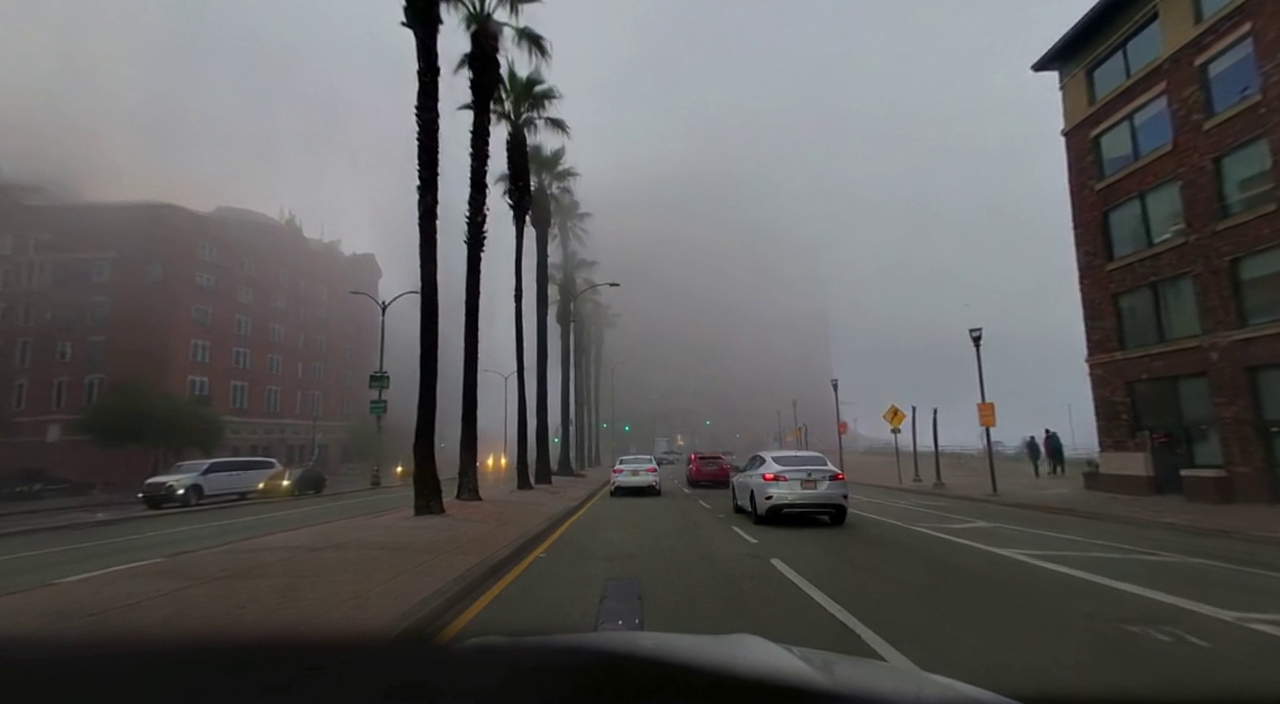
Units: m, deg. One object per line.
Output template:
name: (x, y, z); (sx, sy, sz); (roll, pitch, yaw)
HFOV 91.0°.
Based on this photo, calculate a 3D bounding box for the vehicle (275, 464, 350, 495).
vehicle: (-18.446, 7.176, 35.693); (1.873, 1.468, 4.485); (0, -9, 0)

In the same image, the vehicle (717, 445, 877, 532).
vehicle: (3.082, 2.800, 13.651); (2.051, 1.509, 4.933); (0, -9, -2)

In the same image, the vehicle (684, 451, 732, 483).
vehicle: (3.379, 5.783, 31.910); (2.115, 1.500, 3.524); (0, -9, 1)

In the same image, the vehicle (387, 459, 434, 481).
vehicle: (-17.631, 9.068, 48.474); (1.887, 1.569, 4.014); (-1, -9, 3)

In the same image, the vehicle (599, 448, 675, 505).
vehicle: (-0.033, 3.684, 19.093); (2.077, 1.518, 3.760); (0, -9, 1)

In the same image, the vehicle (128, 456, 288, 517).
vehicle: (-14.665, 4.543, 21.816); (2.104, 1.802, 4.852); (0, -9, -1)
